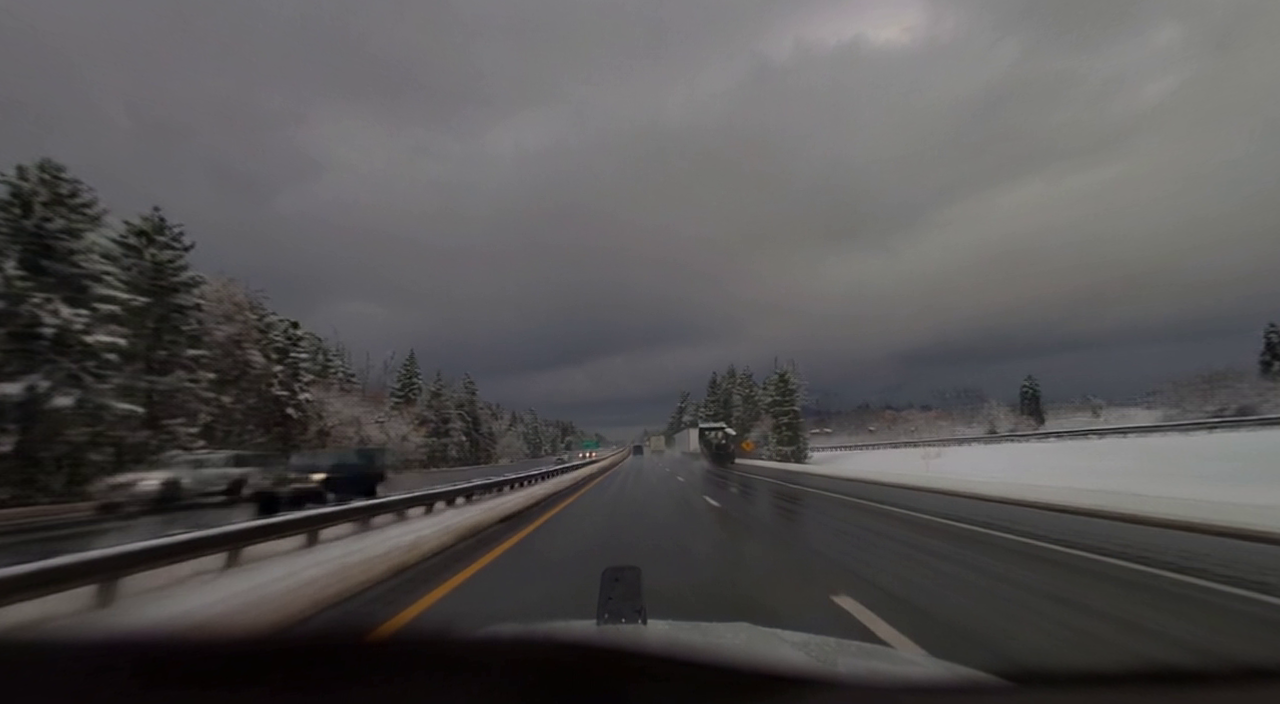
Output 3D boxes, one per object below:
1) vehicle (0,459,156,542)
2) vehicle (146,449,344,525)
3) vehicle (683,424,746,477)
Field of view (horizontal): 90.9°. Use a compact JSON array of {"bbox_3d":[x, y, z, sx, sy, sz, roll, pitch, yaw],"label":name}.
[{"bbox_3d":[-12.573,2.989,13.114,1.841,1.447,3.943,0,-9,0],"label":"vehicle"},{"bbox_3d":[-9.101,3.103,15.067,1.989,1.540,4.178,0,-9,0],"label":"vehicle"},{"bbox_3d":[3.854,5.269,33.832,2.472,2.562,5.594,0,-9,-2],"label":"vehicle"}]
